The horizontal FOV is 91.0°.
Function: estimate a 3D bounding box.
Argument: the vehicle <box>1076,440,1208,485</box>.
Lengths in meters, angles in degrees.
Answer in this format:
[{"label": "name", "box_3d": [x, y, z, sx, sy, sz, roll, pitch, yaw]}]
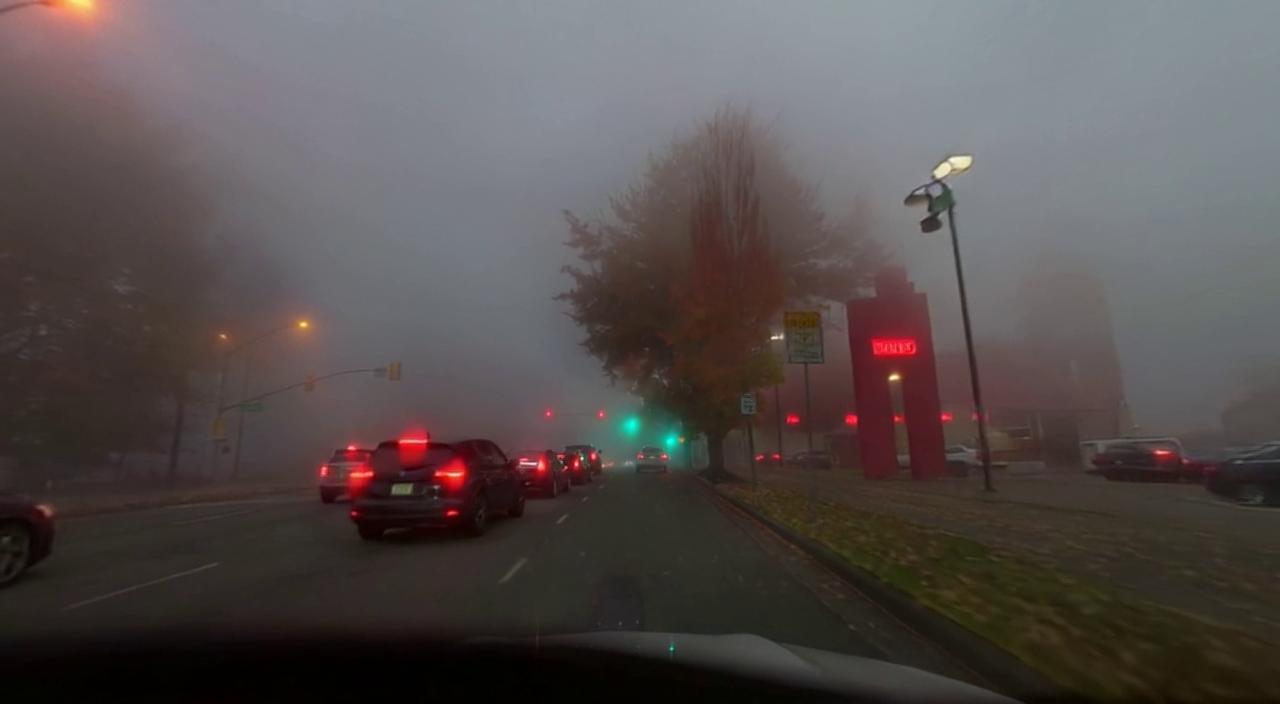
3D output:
[{"label": "vehicle", "box_3d": [20.607, 4.553, 26.141, 1.917, 1.675, 4.450, 0, -9, 3]}]

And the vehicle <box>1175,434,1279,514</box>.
[{"label": "vehicle", "box_3d": [14.754, 2.643, 13.643, 1.963, 1.703, 4.447, 2, -9, -10]}]

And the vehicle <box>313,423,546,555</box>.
[{"label": "vehicle", "box_3d": [-3.053, 2.112, 10.432, 2.165, 1.663, 4.513, 0, -9, 2]}]

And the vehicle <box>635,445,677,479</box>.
[{"label": "vehicle", "box_3d": [0.866, 6.044, 34.817, 2.144, 1.704, 4.028, 0, -9, 1]}]
